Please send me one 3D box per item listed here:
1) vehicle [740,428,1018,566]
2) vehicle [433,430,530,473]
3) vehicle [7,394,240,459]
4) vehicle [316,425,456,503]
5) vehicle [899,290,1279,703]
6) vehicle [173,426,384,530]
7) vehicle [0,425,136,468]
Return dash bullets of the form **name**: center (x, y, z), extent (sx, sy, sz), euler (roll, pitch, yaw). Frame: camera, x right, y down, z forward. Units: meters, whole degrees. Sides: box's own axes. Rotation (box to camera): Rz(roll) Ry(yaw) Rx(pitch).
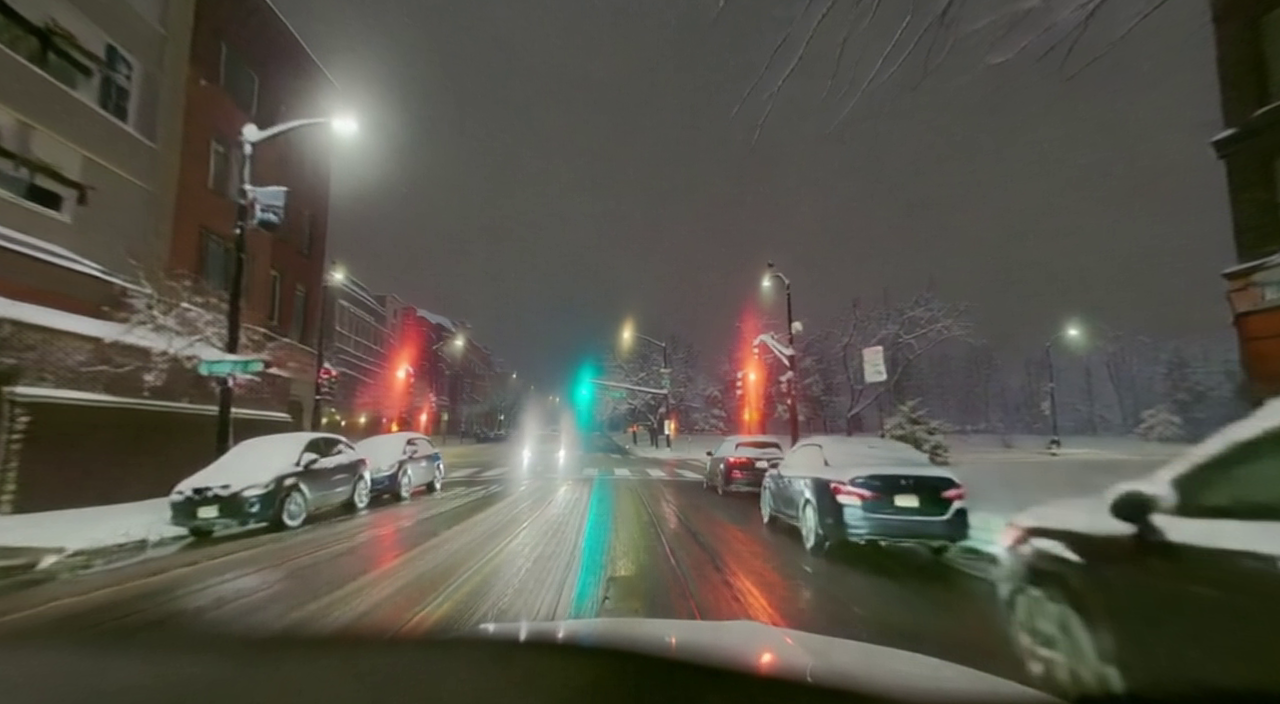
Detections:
- **vehicle**: center (2.980, 1.938, 9.290), extent (2.032, 1.474, 4.795), euler (0, -9, -2)
- **vehicle**: center (-7.483, 4.631, 29.529), extent (4.791, 1.818, 2.148), euler (-8, -12, 44)
- **vehicle**: center (-29.563, 4.372, 36.517), extent (10.621, 3.479, 3.025), euler (0, -10, 1)
- **vehicle**: center (-7.000, 3.156, 18.109), extent (2.132, 1.801, 4.885), euler (-2, -9, -1)
- **vehicle**: center (3.118, 0.691, 1.776), extent (2.222, 1.812, 5.688), euler (0, -9, -2)
- **vehicle**: center (-7.021, 2.476, 12.891), extent (1.893, 1.758, 4.019), euler (0, -9, 0)
- **vehicle**: center (-28.801, 4.741, 31.814), extent (4.704, 2.065, 2.328), euler (0, -9, -2)
